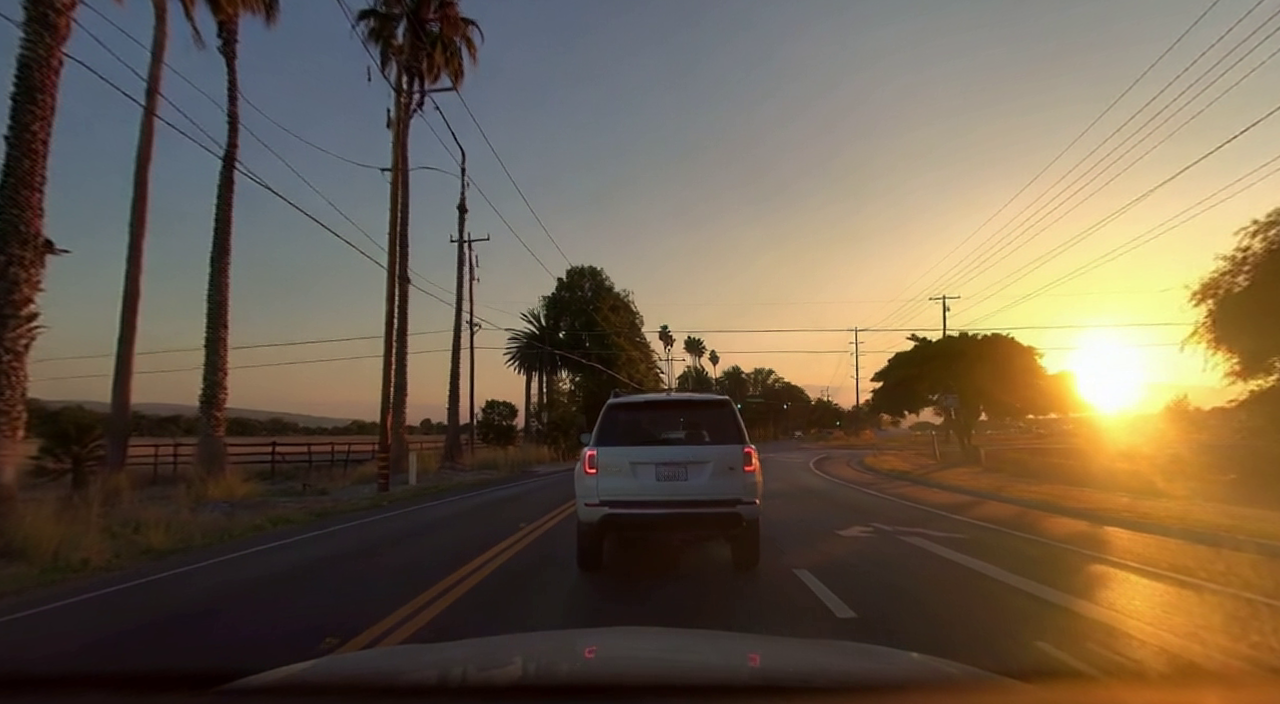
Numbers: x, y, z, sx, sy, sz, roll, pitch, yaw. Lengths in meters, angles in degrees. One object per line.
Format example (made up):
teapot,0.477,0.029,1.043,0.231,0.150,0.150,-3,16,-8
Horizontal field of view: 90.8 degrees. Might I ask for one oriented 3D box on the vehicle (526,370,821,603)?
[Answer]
vehicle,0.191,1.412,7.431,2.364,1.859,4.538,0,-9,-2
